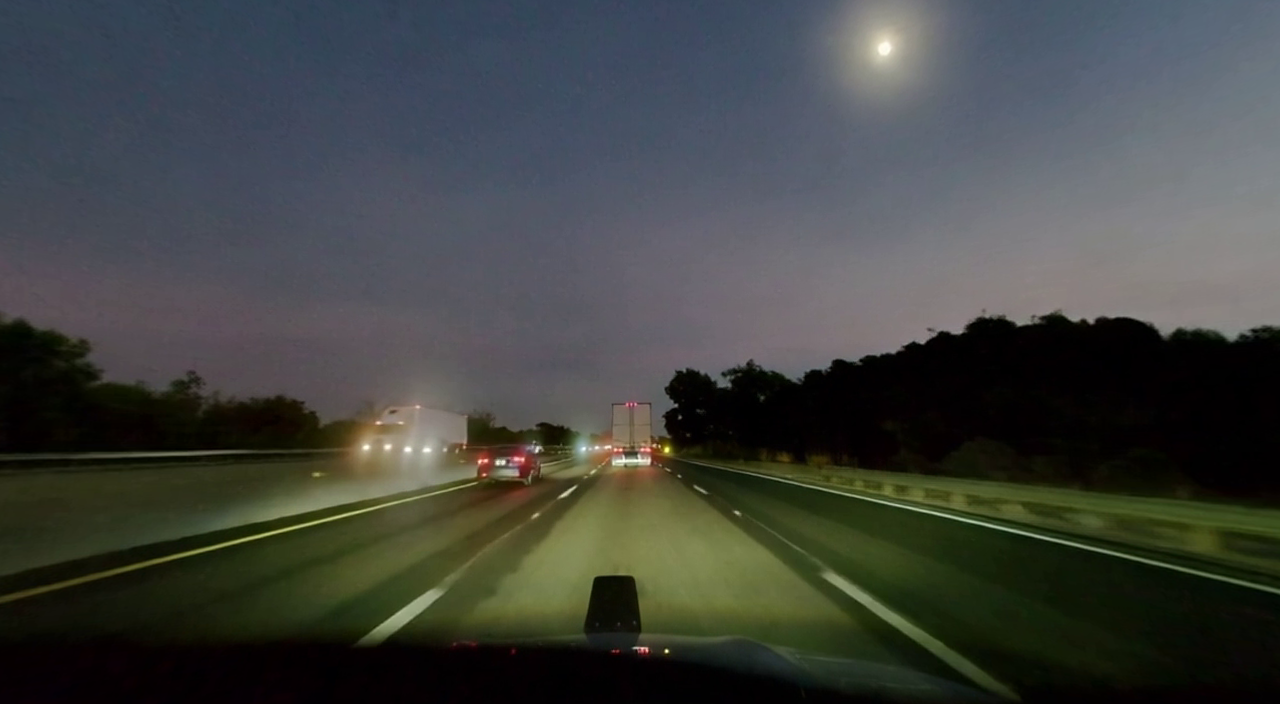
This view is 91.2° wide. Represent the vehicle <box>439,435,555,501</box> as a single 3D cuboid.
[{"bbox_3d":[-3.662,3.074,16.931,2.057,1.519,4.372,0,-9,1],"label":"vehicle"}]

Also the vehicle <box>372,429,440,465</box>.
[{"bbox_3d":[-13.319,5.479,36.017,2.047,1.878,4.683,0,-9,0],"label":"vehicle"}]
